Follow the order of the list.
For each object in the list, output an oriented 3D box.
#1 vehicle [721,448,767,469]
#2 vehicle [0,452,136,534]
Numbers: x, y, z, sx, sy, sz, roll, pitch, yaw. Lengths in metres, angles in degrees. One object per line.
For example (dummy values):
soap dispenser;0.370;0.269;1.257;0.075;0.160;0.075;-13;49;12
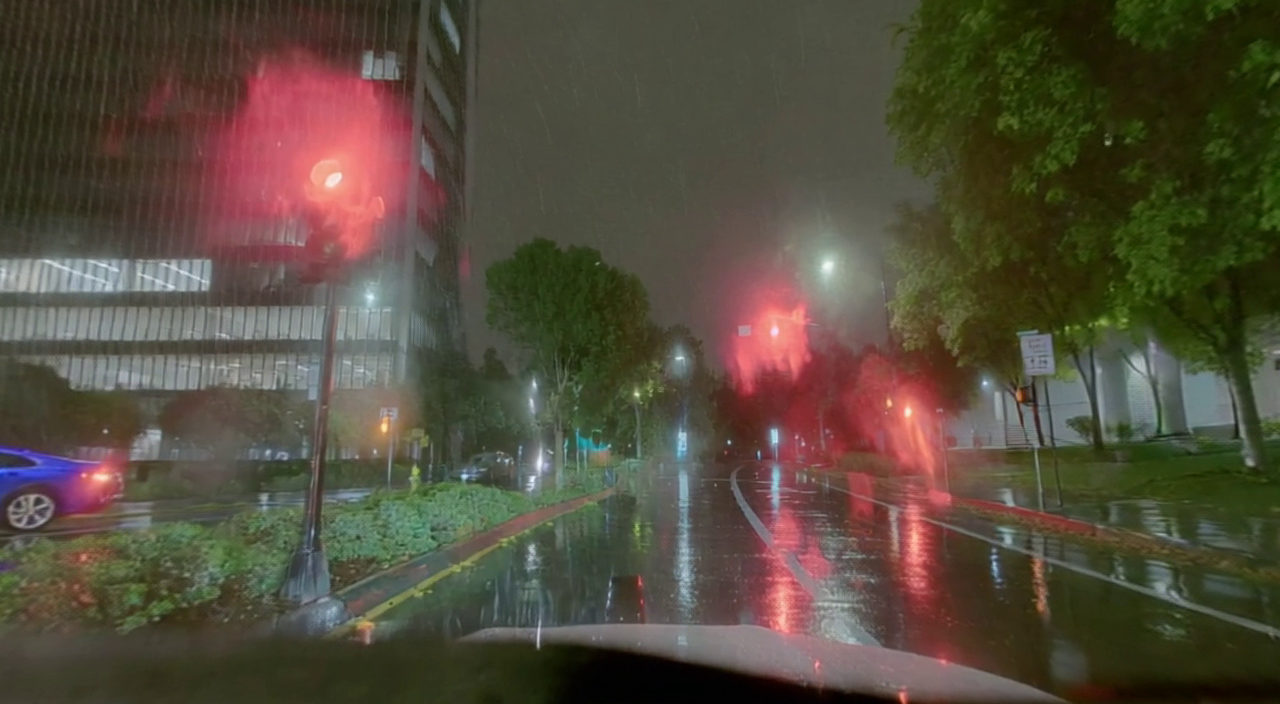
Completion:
vehicle;7.868;8.125;48.415;1.829;1.440;4.384;2;-9;-14
vehicle;-12.853;2.716;12.272;4.598;1.490;1.816;7;-11;-40
